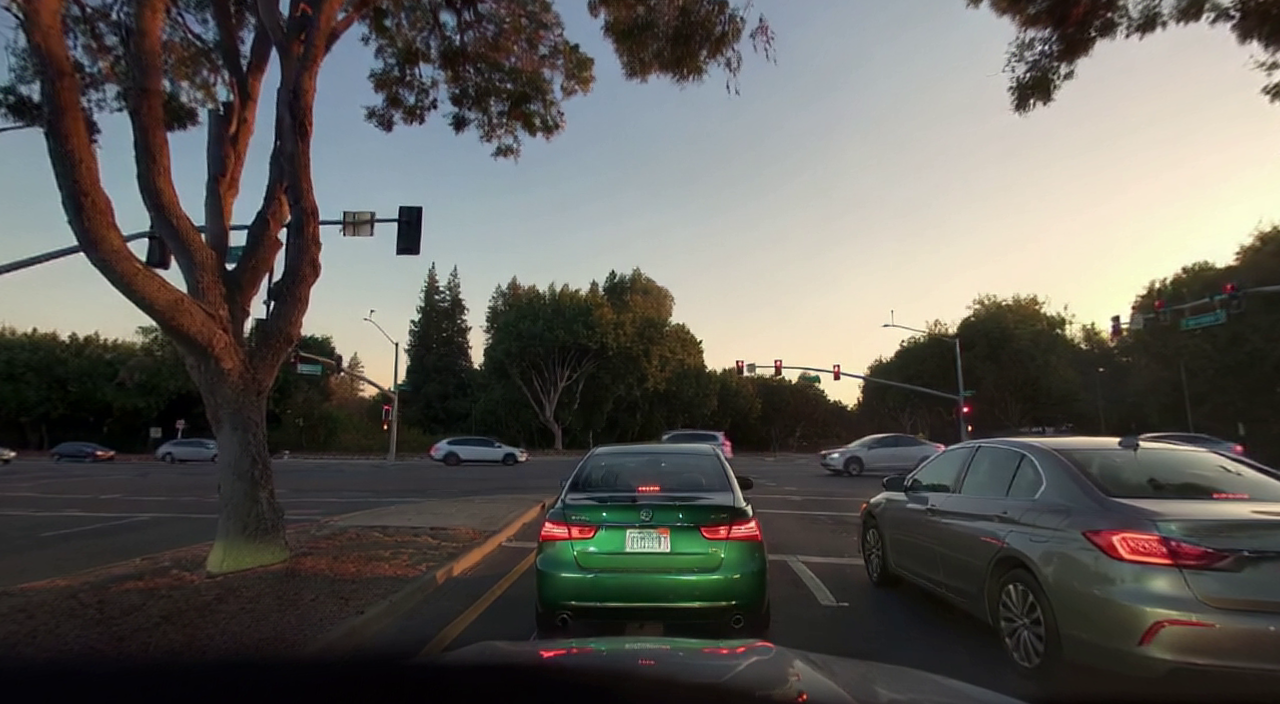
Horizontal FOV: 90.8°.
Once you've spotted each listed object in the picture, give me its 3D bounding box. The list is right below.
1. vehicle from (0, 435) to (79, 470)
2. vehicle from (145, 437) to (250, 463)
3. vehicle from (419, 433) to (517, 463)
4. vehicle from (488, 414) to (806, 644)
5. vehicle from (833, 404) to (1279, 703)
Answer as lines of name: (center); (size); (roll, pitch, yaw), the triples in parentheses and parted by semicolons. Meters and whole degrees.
vehicle: (-30.465, 4.895, 30.876); (4.517, 1.637, 1.935); (-1, -9, 7)
vehicle: (-26.003, 5.786, 37.231); (4.828, 1.467, 1.963); (-1, -8, 5)
vehicle: (-9.198, 5.184, 34.153); (4.869, 1.502, 1.979); (1, -9, -7)
vehicle: (0.043, 1.443, 6.193); (2.026, 1.458, 4.175); (0, -8, 0)
vehicle: (3.105, 1.285, 4.886); (1.861, 1.479, 4.371); (0, -8, 0)
